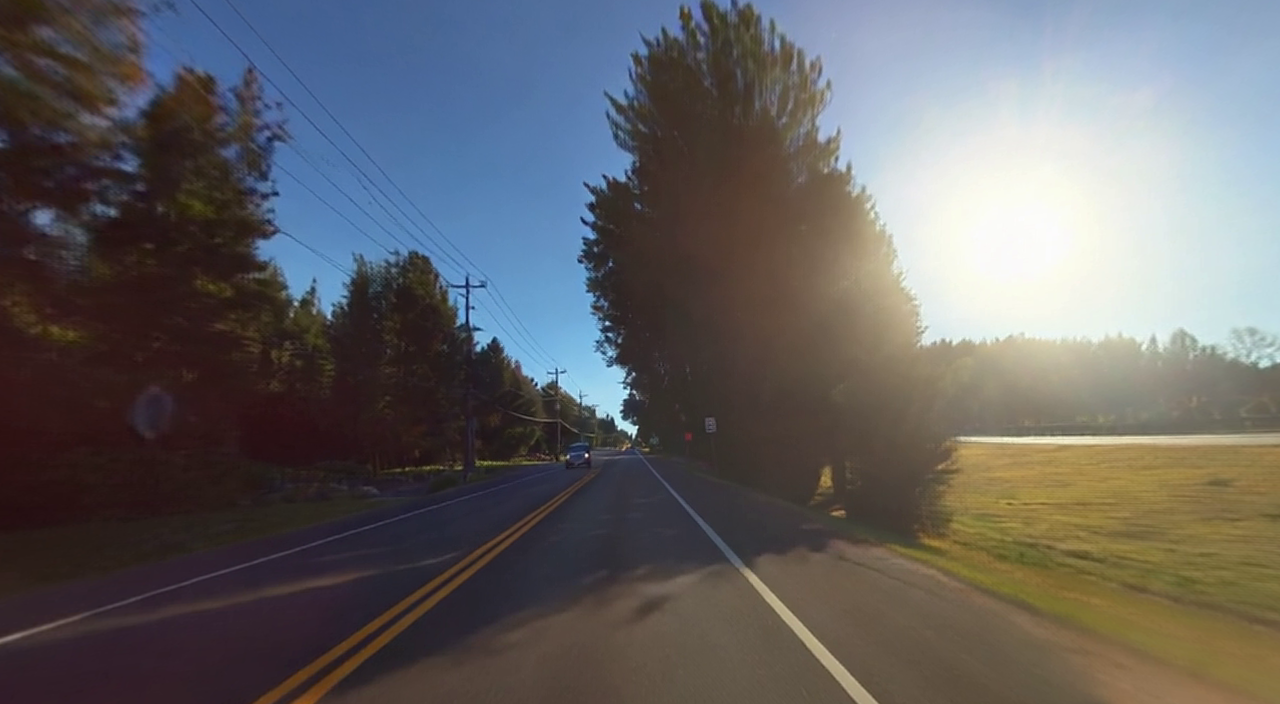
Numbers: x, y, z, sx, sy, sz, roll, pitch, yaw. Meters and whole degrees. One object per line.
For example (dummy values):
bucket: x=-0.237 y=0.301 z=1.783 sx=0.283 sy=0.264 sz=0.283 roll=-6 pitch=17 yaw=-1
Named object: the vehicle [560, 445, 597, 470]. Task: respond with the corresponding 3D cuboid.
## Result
vehicle: x=-4.055 y=7.025 z=42.262 sx=2.030 sy=1.552 sz=4.188 roll=1 pitch=-9 yaw=1
